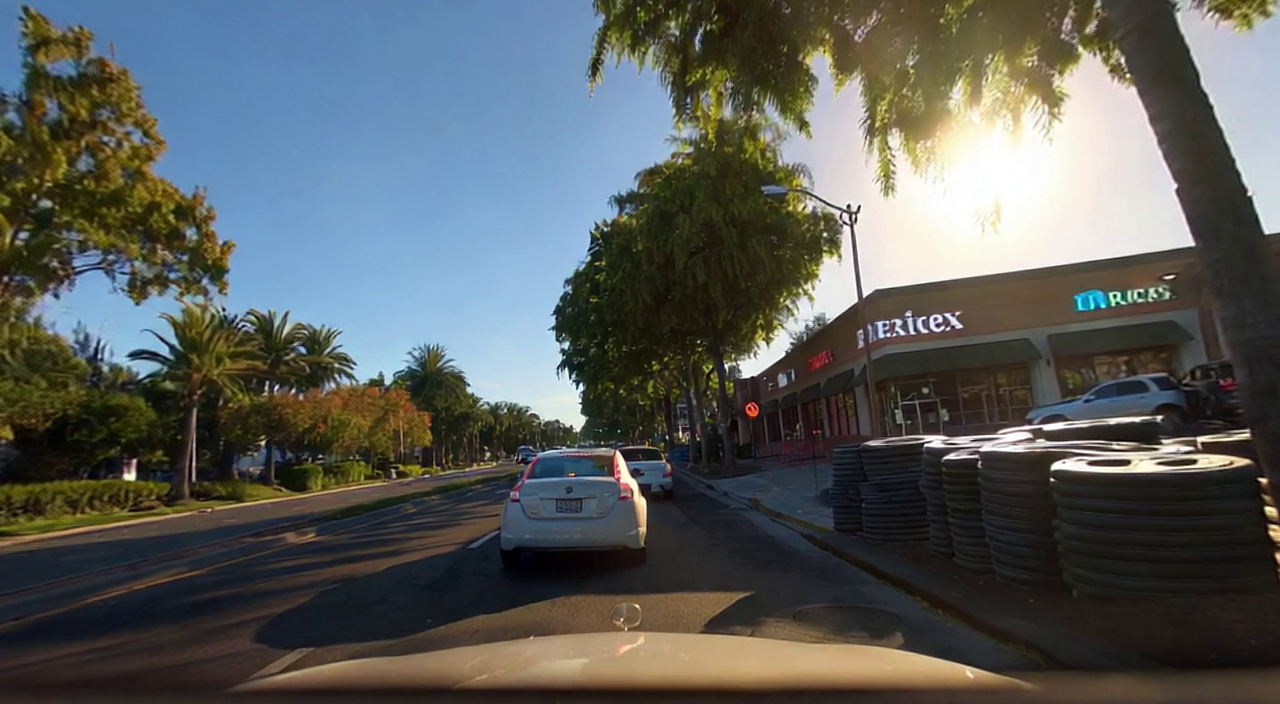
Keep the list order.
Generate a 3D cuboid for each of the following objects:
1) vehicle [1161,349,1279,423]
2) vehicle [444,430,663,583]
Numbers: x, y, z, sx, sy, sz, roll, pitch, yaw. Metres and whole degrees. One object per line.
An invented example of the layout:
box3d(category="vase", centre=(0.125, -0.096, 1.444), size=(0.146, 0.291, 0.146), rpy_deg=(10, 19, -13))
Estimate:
box3d(category="vehicle", centre=(16.532, 1.026, 17.124), size=(1.810, 1.669, 3.883), rpy_deg=(-1, -9, 7))
box3d(category="vehicle", centre=(-0.917, 1.846, 8.393), size=(2.169, 1.495, 4.048), rpy_deg=(0, -8, -2))
